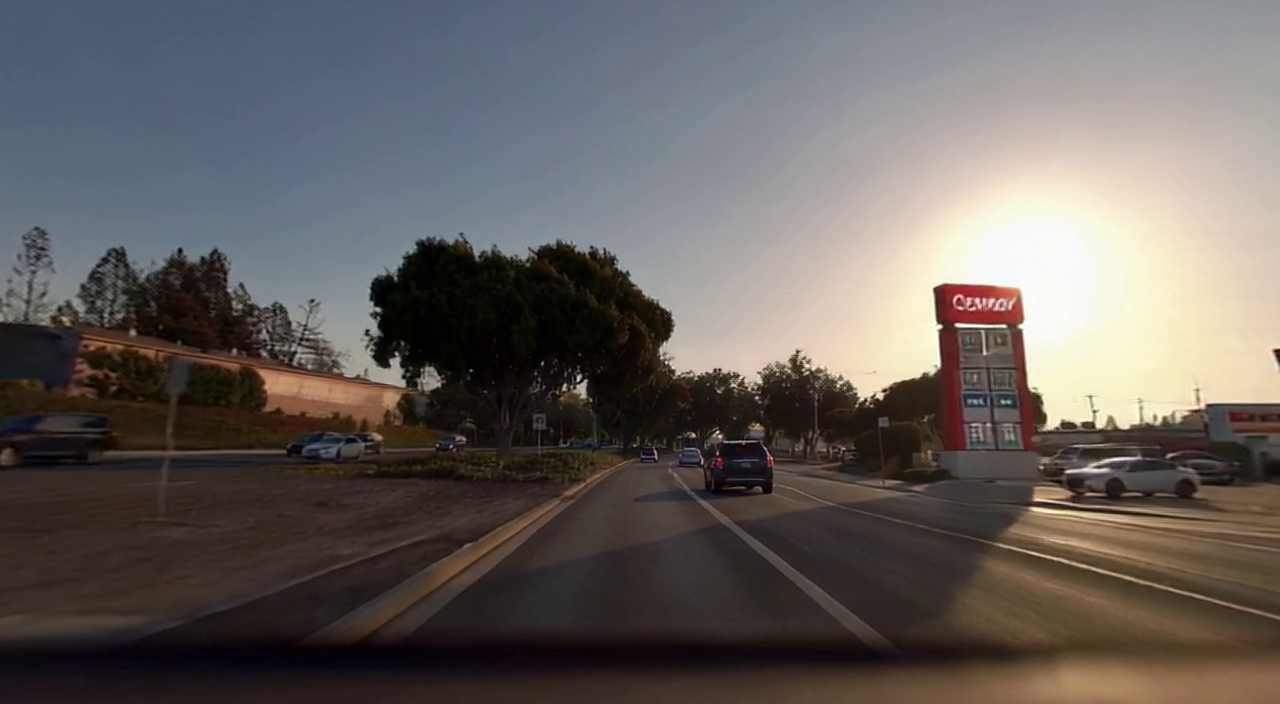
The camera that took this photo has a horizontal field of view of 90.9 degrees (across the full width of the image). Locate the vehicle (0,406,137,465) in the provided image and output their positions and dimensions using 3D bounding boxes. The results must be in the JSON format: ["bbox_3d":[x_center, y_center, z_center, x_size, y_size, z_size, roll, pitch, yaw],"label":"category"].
[{"bbox_3d":[-20.133,2.825,20.998,2.037,1.761,5.401,0,-8,3],"label":"vehicle"}]

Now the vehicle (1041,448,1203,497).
[{"bbox_3d":[18.017,4.498,23.683,4.587,1.710,1.969,1,-9,-5],"label":"vehicle"}]

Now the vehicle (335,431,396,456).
[{"bbox_3d":[-19.123,6.397,44.115,1.941,1.629,4.557,-1,-8,4],"label":"vehicle"}]

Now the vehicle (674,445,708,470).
[{"bbox_3d":[3.506,7.349,44.031,2.012,1.612,4.114,0,-8,0],"label":"vehicle"}]

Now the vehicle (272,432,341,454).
[{"bbox_3d":[-22.979,6.314,43.622,2.036,1.459,4.574,-1,-8,4],"label":"vehicle"}]

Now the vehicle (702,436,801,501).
[{"bbox_3d":[3.314,3.563,19.813,2.184,1.777,4.712,0,-8,-1],"label":"vehicle"}]
